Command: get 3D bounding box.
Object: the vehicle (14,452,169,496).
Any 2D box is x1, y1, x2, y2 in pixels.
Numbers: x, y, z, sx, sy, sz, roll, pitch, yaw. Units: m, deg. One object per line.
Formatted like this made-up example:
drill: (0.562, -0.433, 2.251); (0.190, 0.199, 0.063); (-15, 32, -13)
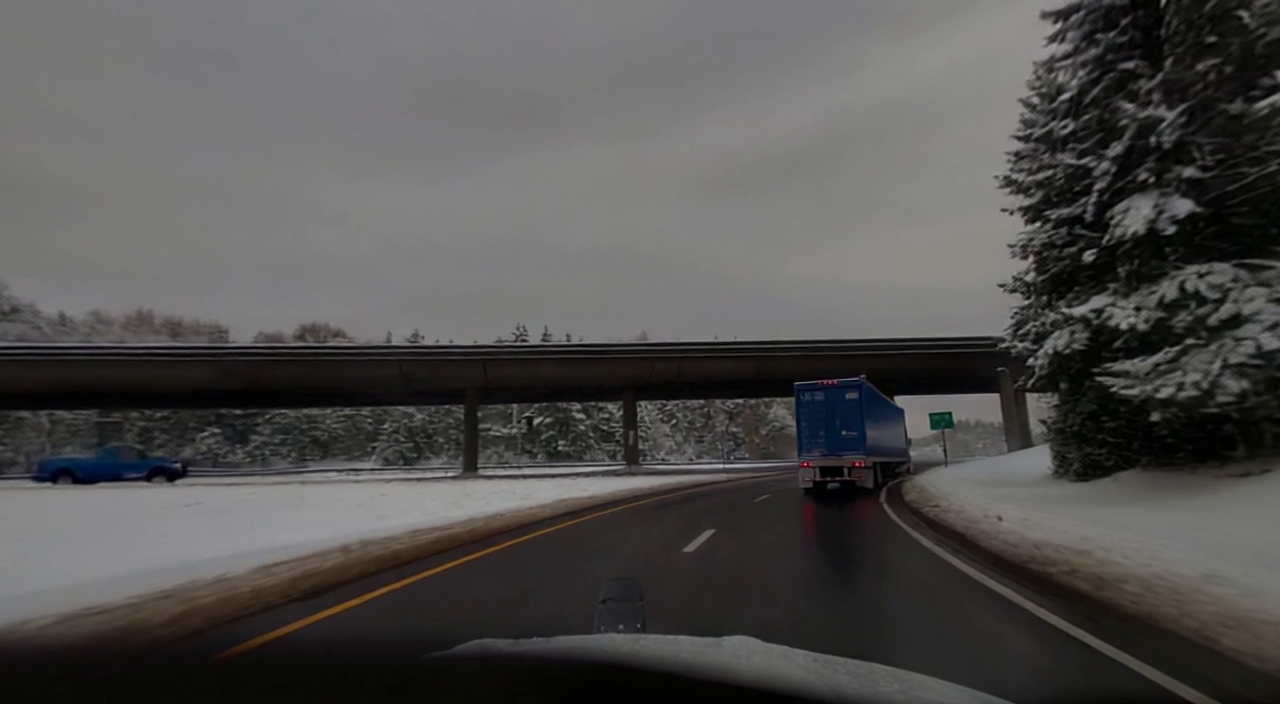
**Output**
vehicle: (-20.309, 4.500, 23.591); (4.024, 1.444, 1.940); (5, -11, -32)
